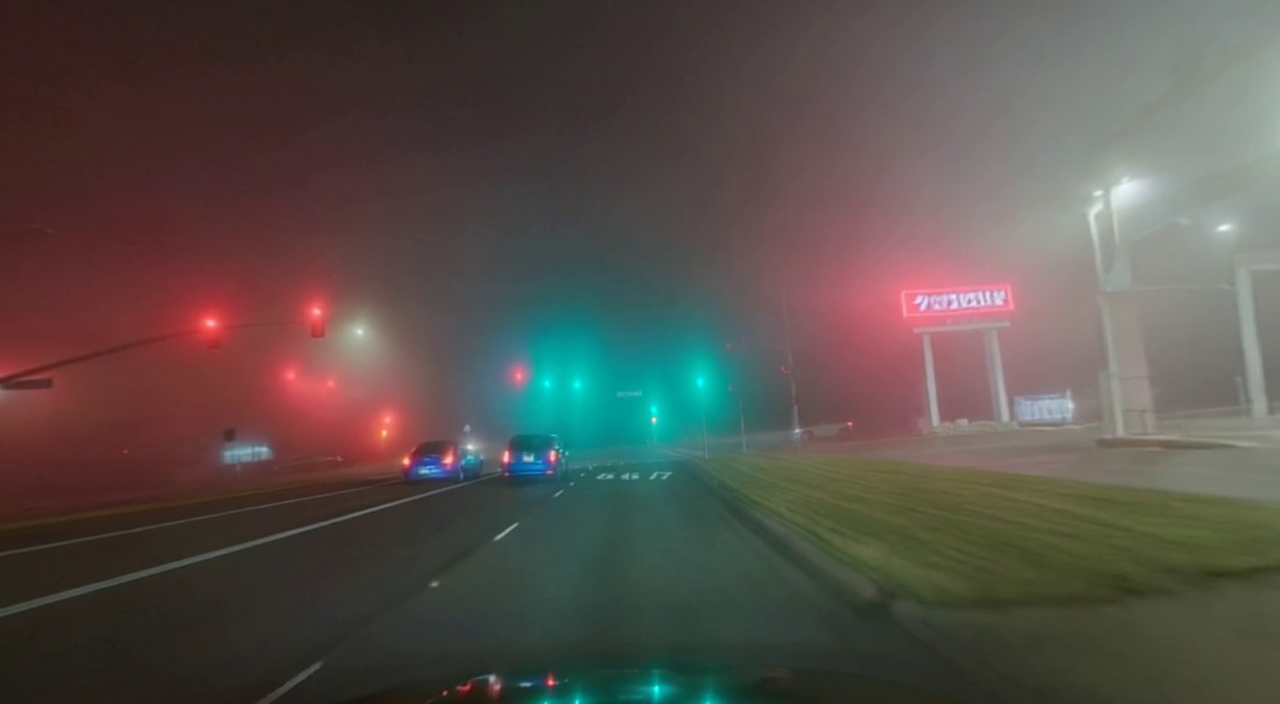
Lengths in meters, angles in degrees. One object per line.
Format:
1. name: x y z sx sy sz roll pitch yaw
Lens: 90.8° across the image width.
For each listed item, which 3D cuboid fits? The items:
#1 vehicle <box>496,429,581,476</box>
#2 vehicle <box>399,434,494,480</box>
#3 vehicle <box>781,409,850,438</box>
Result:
1. vehicle: -3.366 3.448 21.879 2.054 1.449 4.772 -1 -8 1
2. vehicle: -6.690 3.665 22.356 1.966 1.439 4.161 -1 -8 2
3. vehicle: 13.024 5.361 47.056 4.428 1.501 1.884 -8 -8 -2
